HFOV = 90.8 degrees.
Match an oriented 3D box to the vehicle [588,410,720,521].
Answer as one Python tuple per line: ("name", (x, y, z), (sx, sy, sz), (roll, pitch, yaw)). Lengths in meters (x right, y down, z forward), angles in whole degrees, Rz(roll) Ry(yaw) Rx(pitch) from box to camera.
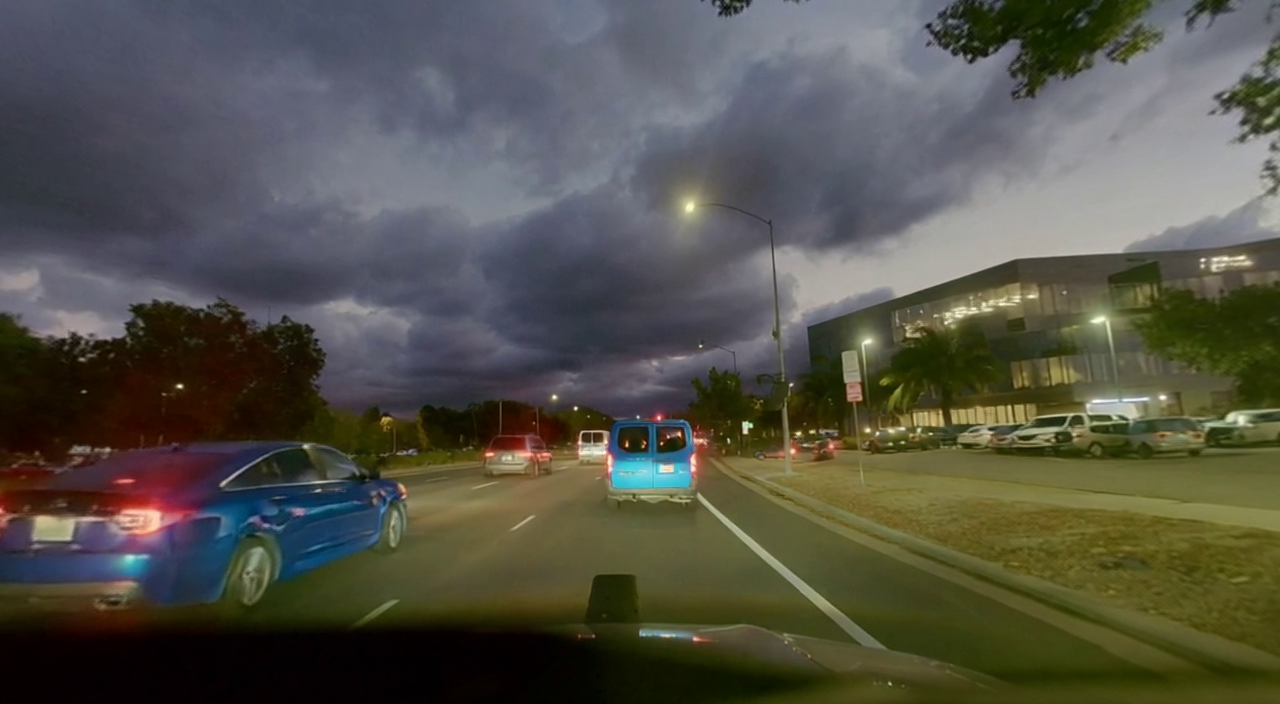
("vehicle", (0.300, 2.198, 12.649), (2.173, 1.830, 4.189), (0, -9, 2))

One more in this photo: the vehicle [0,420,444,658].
("vehicle", (-3.901, 1.530, 6.445), (1.991, 1.459, 4.813), (-1, -9, 4))

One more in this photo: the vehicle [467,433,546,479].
("vehicle", (-5.313, 4.211, 25.838), (2.116, 1.714, 4.757), (0, -8, 1))
